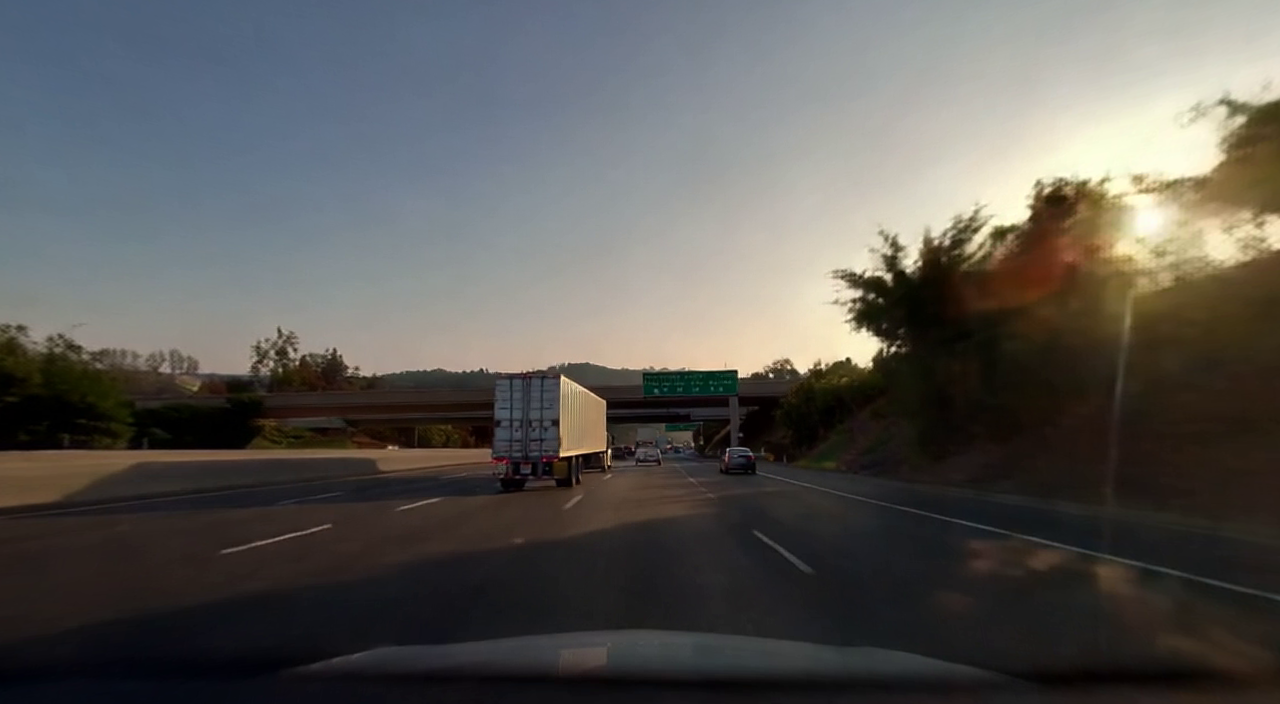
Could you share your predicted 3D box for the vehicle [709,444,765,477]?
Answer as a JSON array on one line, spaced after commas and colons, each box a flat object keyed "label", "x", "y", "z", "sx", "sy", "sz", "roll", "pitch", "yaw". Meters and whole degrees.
[{"label": "vehicle", "x": 4.589, "y": 5.201, "z": 30.586, "sx": 1.993, "sy": 1.474, "sz": 4.230, "roll": 0, "pitch": -8, "yaw": -1}]

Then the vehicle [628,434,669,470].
[{"label": "vehicle", "x": 0.521, "y": 6.125, "z": 38.637, "sx": 2.309, "sy": 2.023, "sz": 5.130, "roll": 0, "pitch": -8, "yaw": 1}]

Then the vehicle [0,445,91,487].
[{"label": "vehicle", "x": -24.422, "y": 4.407, "z": 24.565, "sx": 1.839, "sy": 1.498, "sz": 4.622, "roll": 0, "pitch": -8, "yaw": 1}]

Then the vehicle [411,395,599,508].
[{"label": "vehicle", "x": -3.414, "y": 3.366, "z": 21.782, "sx": 2.854, "sy": 2.379, "sz": 16.653, "roll": 0, "pitch": -9, "yaw": 0}]
